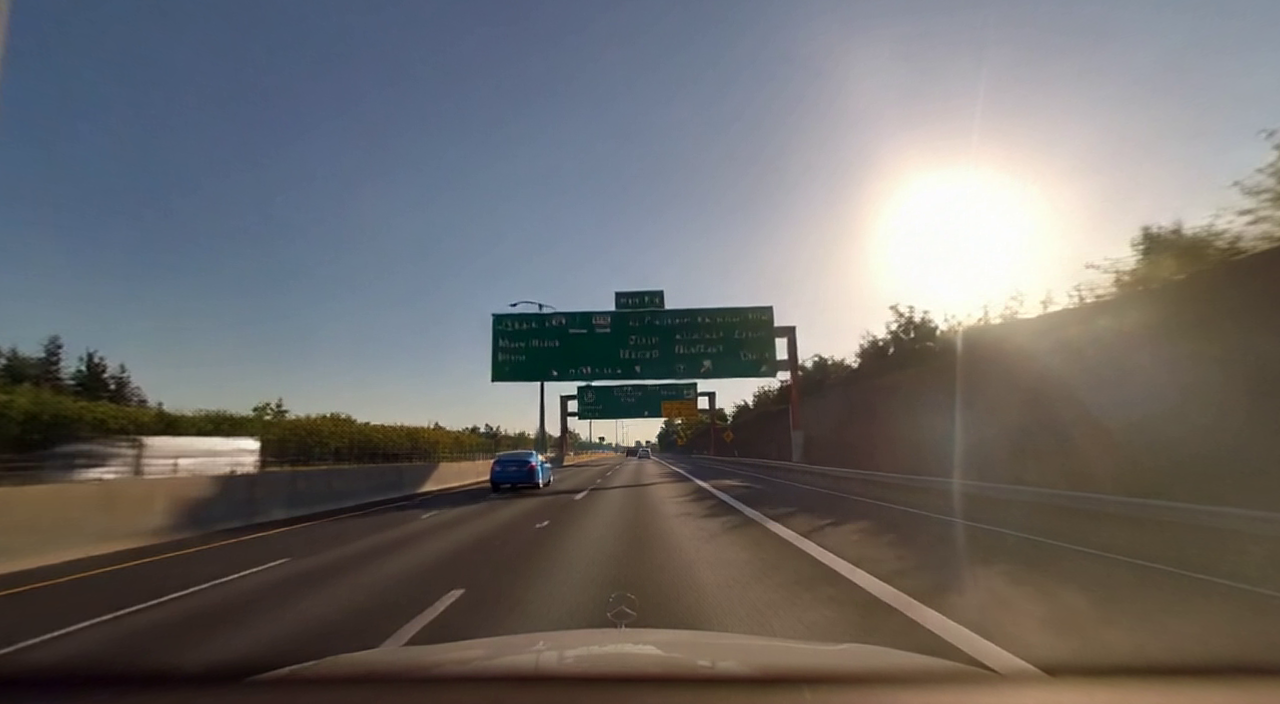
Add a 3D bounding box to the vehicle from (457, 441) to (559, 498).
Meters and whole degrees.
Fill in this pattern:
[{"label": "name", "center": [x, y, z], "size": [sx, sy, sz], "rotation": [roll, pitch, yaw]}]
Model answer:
[{"label": "vehicle", "center": [-3.975, 3.641, 19.880], "size": [2.160, 1.552, 4.592], "rotation": [0, -9, 1]}]
